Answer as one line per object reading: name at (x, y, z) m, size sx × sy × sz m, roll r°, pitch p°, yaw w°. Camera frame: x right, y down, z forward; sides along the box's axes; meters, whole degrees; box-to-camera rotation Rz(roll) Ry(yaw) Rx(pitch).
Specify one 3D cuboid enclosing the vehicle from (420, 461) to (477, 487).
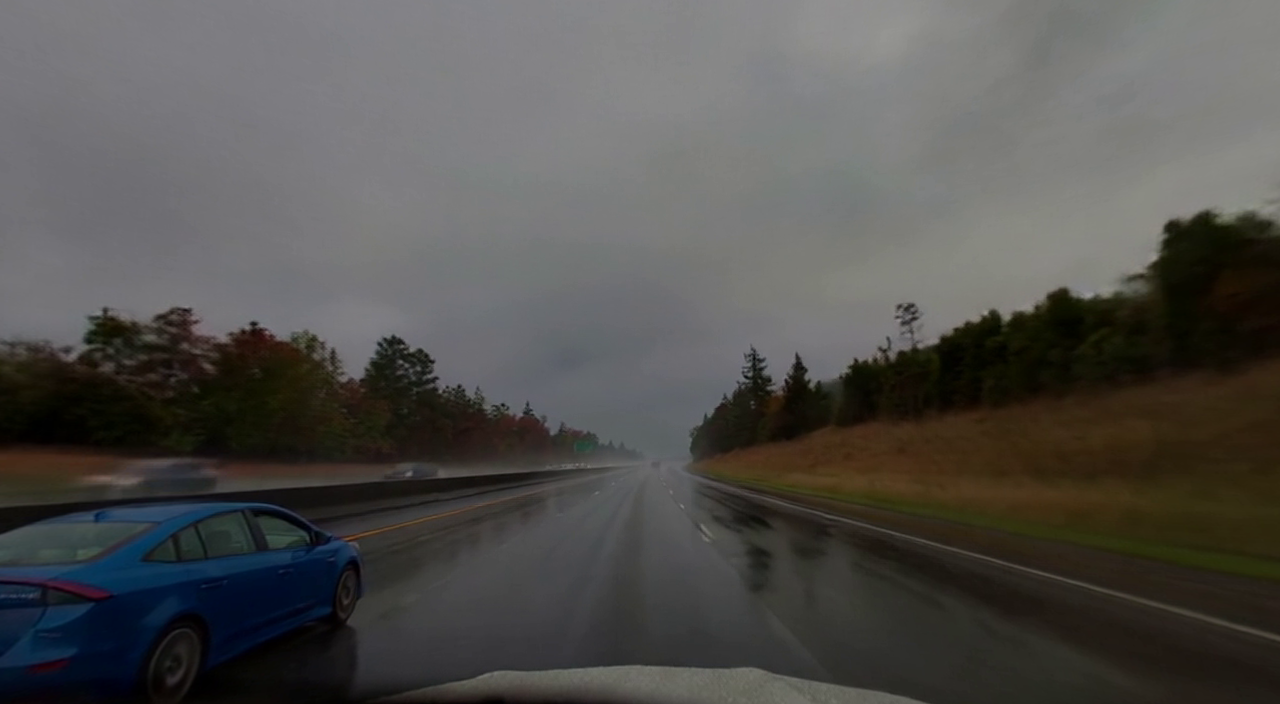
vehicle at (-11.600, 7.460, 38.554) m, size 1.995 × 1.470 × 4.593 m, roll 1°, pitch -11°, yaw 1°

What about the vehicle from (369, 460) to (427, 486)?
vehicle at (-15.630, 7.818, 40.923) m, size 1.926 × 1.550 × 4.360 m, roll 1°, pitch -11°, yaw 1°

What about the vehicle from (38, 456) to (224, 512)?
vehicle at (-15.463, 4.037, 19.560) m, size 1.923 × 1.469 × 4.556 m, roll 1°, pitch -11°, yaw 0°
